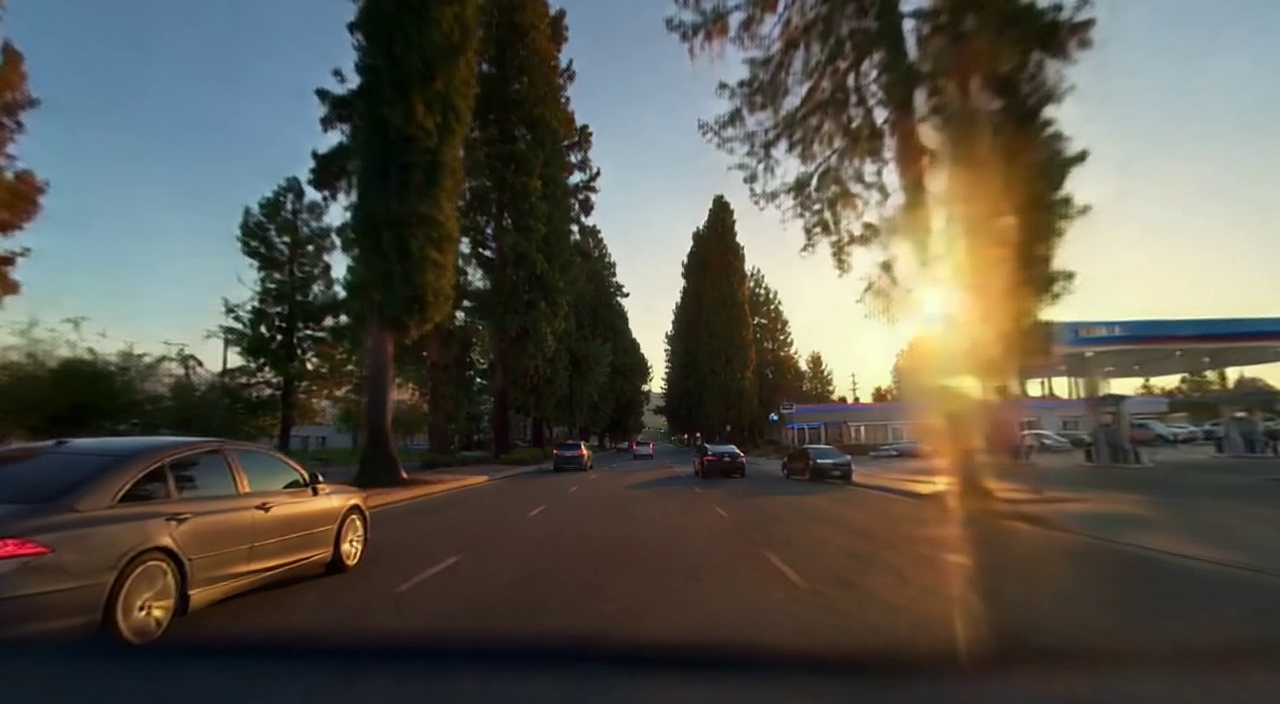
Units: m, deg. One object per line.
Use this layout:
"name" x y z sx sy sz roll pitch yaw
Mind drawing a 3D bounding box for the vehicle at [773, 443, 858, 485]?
"vehicle" 6.386 4.109 23.478 1.856 1.421 4.357 0 -8 -1

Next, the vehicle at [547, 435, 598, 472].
"vehicle" -3.384 5.220 32.567 2.051 1.747 4.370 0 -8 1

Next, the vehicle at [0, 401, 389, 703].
"vehicle" -4.067 1.288 4.949 1.988 1.530 5.155 0 -8 1

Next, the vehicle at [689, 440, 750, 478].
"vehicle" 3.325 4.576 27.268 2.010 1.486 4.498 0 -8 0

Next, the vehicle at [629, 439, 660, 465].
"vehicle" 0.264 6.473 40.916 1.922 1.579 3.642 0 -8 0
